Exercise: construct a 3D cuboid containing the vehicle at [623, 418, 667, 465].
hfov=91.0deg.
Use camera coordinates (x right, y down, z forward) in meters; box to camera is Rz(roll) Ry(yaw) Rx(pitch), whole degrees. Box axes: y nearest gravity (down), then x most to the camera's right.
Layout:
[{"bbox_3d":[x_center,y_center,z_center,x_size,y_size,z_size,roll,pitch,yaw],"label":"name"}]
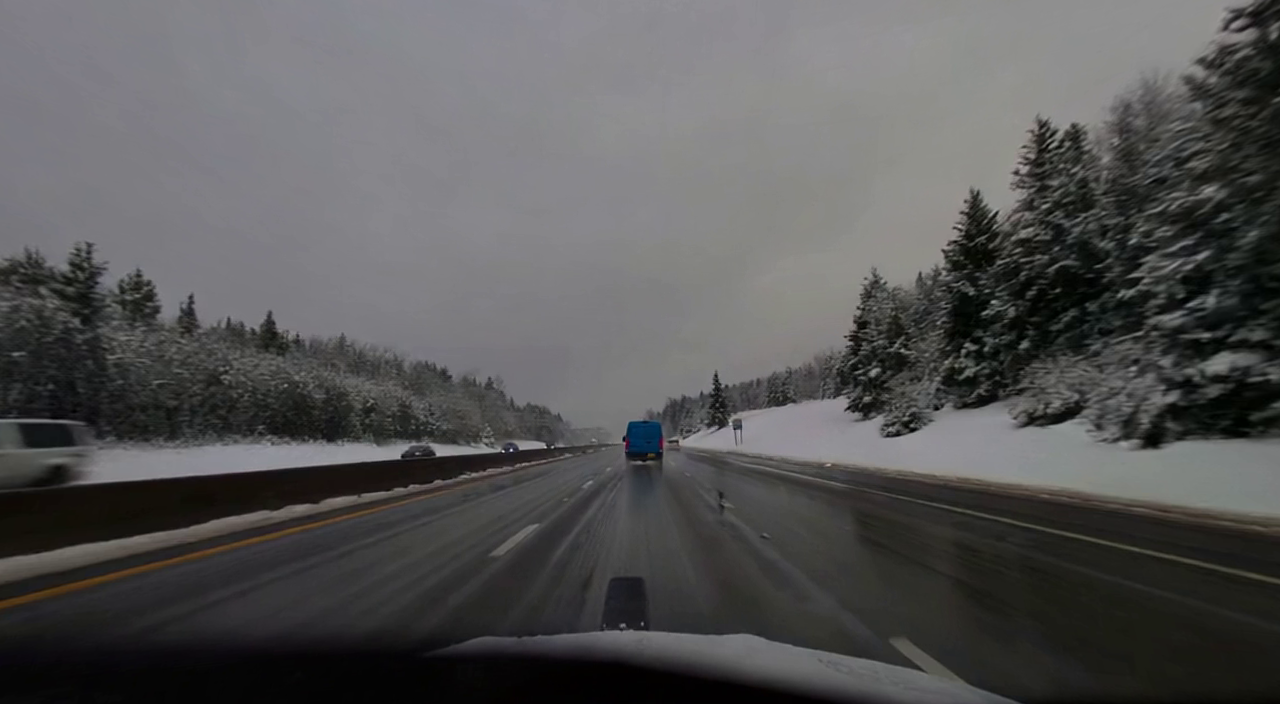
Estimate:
[{"bbox_3d":[0.258,5.146,36.141,2.329,2.483,5.428,0,-8,0],"label":"vehicle"}]
